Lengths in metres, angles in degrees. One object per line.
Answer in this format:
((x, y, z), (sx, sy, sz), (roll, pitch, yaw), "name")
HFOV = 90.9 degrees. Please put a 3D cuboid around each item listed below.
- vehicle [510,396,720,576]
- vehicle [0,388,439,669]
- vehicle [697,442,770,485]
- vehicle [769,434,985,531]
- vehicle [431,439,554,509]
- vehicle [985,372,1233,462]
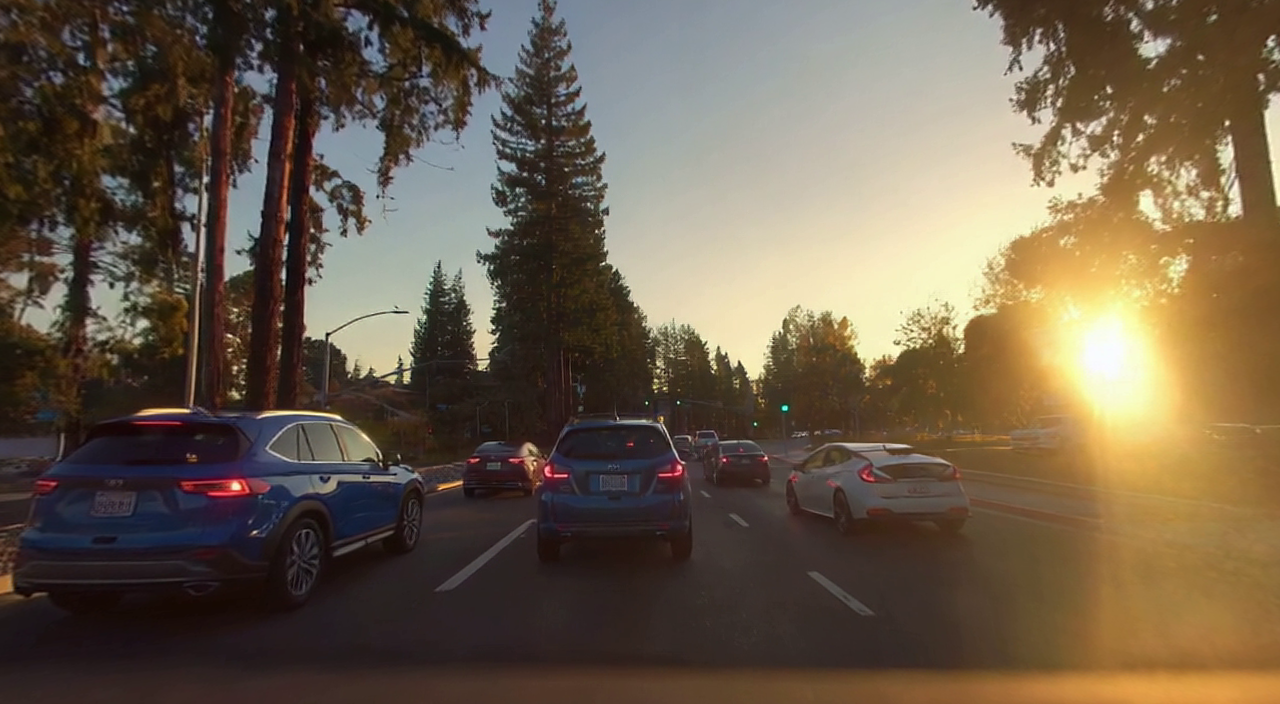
((-0.233, 1.692, 8.716), (2.132, 1.816, 4.471), (0, -8, 1), "vehicle")
((-3.699, 1.393, 6.070), (2.039, 1.709, 4.265), (0, -8, 1), "vehicle")
((3.340, 4.058, 23.310), (1.996, 1.443, 4.270), (0, -8, -1), "vehicle")
((4.216, 2.386, 12.260), (2.036, 1.480, 4.659), (1, -8, -5), "vehicle")
((-3.425, 2.907, 15.523), (1.897, 1.479, 4.204), (0, -8, 1), "vehicle")
((17.857, 2.550, 24.369), (7.314, 3.230, 2.680), (0, -8, -1), "vehicle")
